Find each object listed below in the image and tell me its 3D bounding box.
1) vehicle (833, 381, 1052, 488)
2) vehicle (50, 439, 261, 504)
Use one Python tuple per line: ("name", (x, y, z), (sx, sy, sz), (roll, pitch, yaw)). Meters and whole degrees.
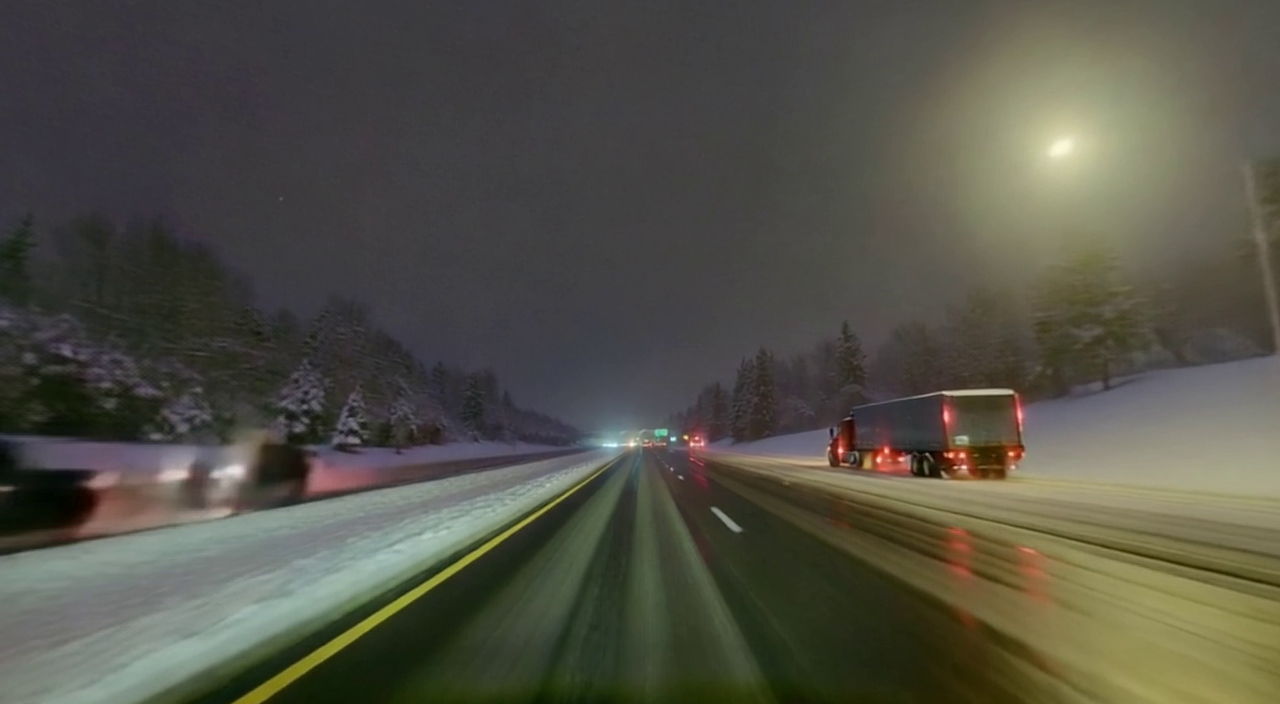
("vehicle", (10.817, 3.278, 24.578), (2.960, 3.207, 10.950), (0, -8, -1))
("vehicle", (-13.885, 3.421, 18.661), (2.016, 1.617, 5.258), (0, -8, 1))
